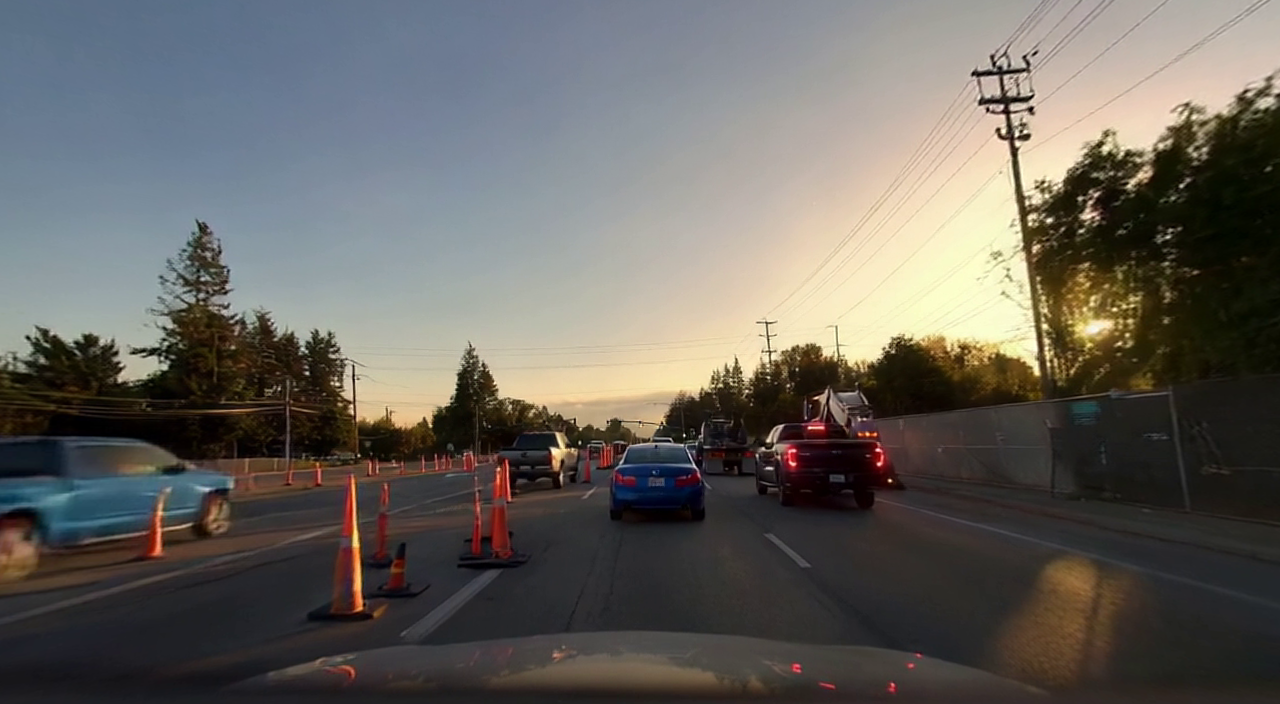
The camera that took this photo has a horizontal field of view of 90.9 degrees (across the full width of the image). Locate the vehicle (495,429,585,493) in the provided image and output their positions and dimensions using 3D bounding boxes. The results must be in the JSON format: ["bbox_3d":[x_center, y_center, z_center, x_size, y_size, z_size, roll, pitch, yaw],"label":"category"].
[{"bbox_3d":[-2.957,3.333,19.588,1.989,1.729,4.184,0,-8,2],"label":"vehicle"}]

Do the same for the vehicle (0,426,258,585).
[{"bbox_3d":[-7.082,1.682,7.473,2.018,1.490,4.926,0,-8,0],"label":"vehicle"}]

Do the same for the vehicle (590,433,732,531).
[{"bbox_3d":[0.340,2.288,11.727,2.128,1.473,4.272,0,-8,1],"label":"vehicle"}]

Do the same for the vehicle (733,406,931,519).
[{"bbox_3d":[3.915,2.451,14.503,2.555,2.017,6.201,0,-8,0],"label":"vehicle"}]
